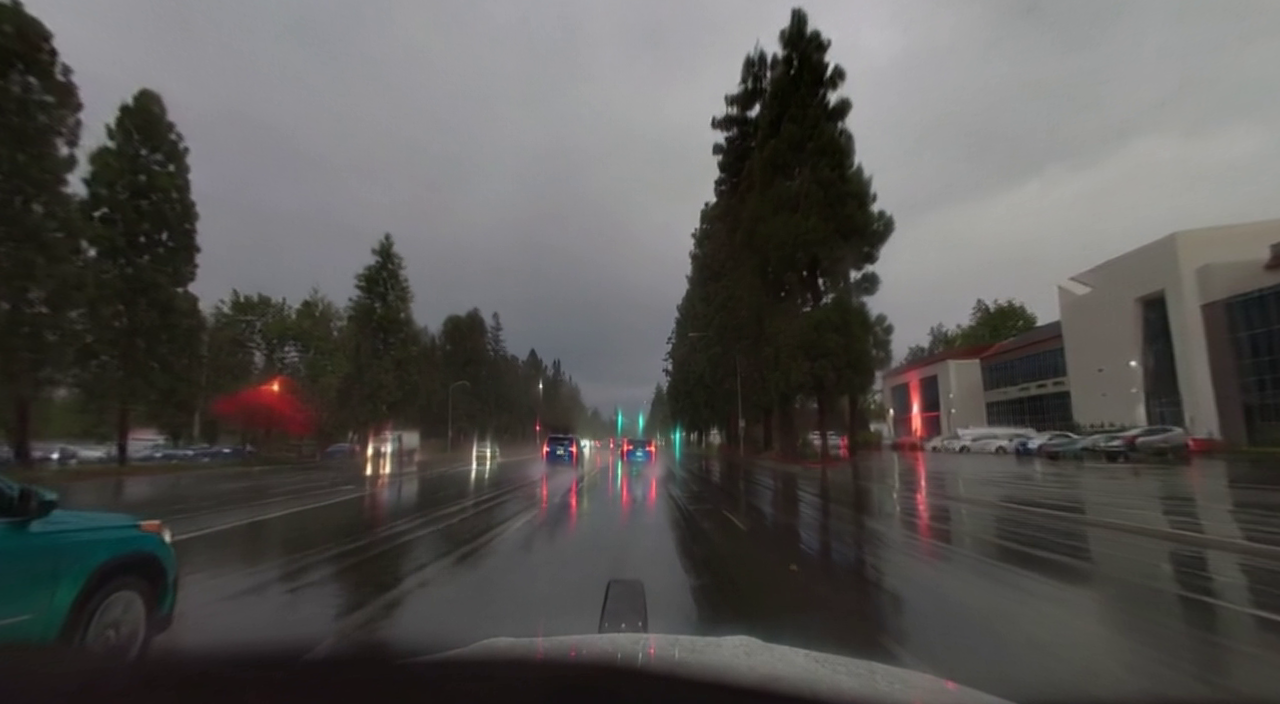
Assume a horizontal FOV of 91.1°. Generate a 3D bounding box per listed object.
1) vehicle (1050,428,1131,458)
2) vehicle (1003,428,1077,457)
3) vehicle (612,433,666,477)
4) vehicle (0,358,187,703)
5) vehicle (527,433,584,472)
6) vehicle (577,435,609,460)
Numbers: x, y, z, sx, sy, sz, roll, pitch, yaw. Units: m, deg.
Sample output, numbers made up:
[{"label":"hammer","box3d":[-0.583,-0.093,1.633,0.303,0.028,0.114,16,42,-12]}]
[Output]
[{"label":"vehicle","box3d":[22.344,4.492,31.277,1.487,1.361,3.317,-1,-6,-1]},{"label":"vehicle","box3d":[19.894,4.528,31.350,1.466,1.357,3.288,0,-8,-1]},{"label":"vehicle","box3d":[-0.054,4.257,26.087,2.042,1.641,4.187,0,-8,0]},{"label":"vehicle","box3d":[-3.714,0.699,1.547,2.070,1.641,4.152,0,-8,0]},{"label":"vehicle","box3d":[-4.012,4.877,30.565,2.113,1.713,4.422,0,-8,0]},{"label":"vehicle","box3d":[-3.588,7.427,48.901,2.047,1.810,4.414,0,-8,1]}]
